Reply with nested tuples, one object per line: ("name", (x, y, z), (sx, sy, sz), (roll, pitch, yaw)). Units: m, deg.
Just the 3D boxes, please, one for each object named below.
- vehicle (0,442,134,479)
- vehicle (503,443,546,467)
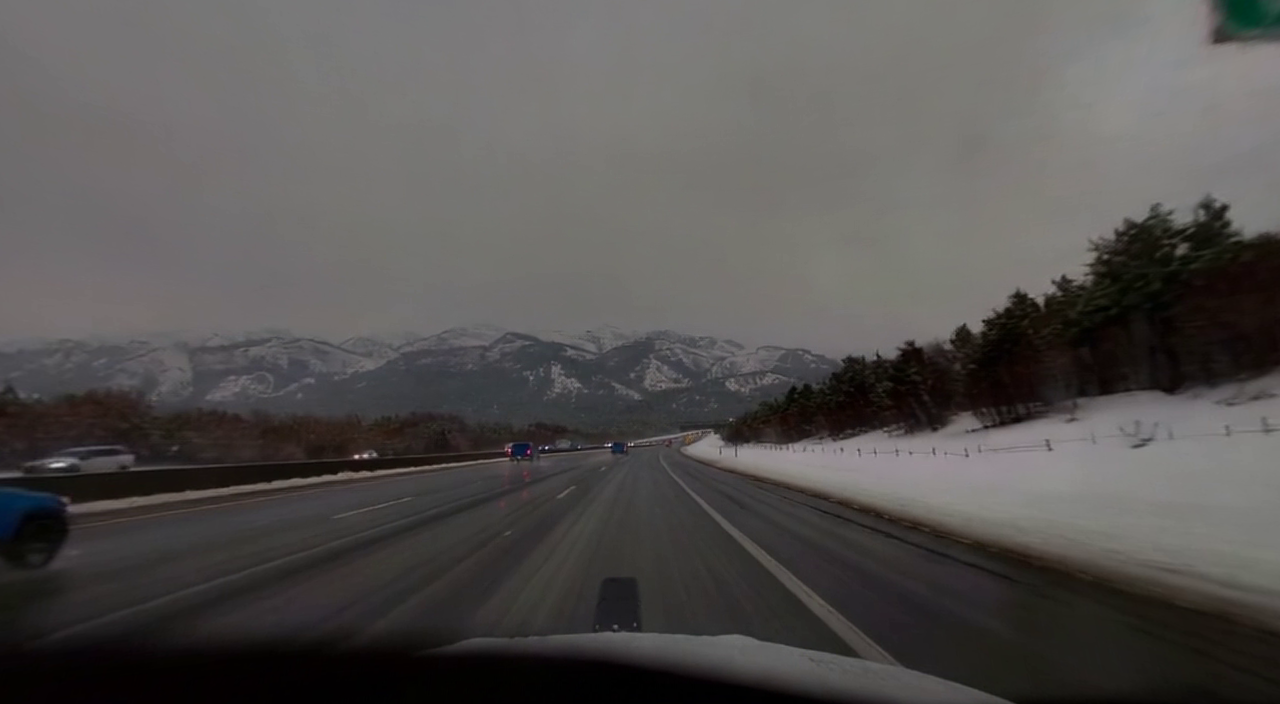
("vehicle", (-32.693, 6.161, 36.321), (2.272, 1.952, 5.897), (0, -8, 0))
("vehicle", (-7.541, 6.734, 41.522), (1.930, 1.508, 4.567), (0, -9, 0))
